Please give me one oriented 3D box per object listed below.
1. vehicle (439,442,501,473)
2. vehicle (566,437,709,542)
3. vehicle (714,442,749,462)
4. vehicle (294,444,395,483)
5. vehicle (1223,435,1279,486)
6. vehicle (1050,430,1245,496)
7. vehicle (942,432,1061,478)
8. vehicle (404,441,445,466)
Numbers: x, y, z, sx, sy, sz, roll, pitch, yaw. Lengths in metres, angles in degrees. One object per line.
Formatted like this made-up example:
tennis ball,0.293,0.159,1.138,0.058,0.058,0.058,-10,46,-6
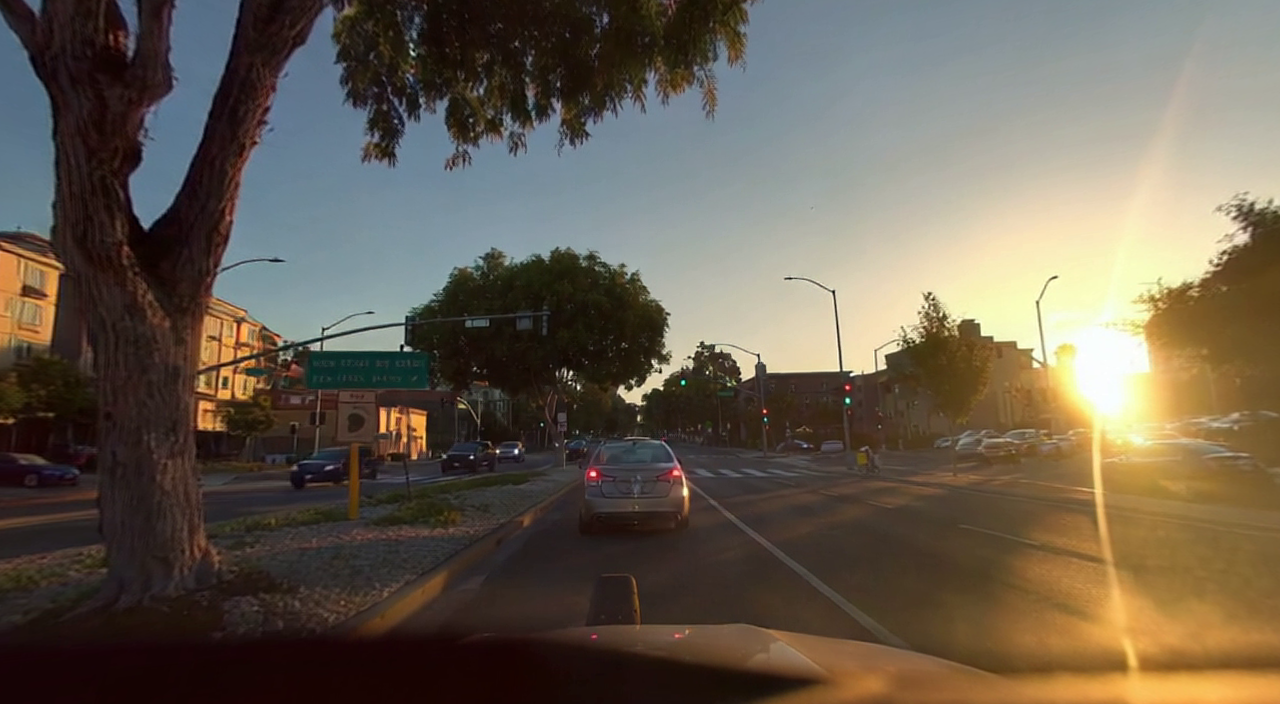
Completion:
vehicle,-8.767,5.481,32.836,1.994,1.474,4.411,0,-9,0
vehicle,-0.139,2.246,10.942,2.010,1.447,4.121,0,-9,-3
vehicle,6.952,7.611,48.195,1.932,1.439,4.159,0,-9,-2
vehicle,-12.295,4.643,26.568,2.125,1.495,4.308,0,-9,1
vehicle,20.148,3.459,20.265,1.858,1.478,3.708,-8,-12,42
vehicle,13.084,2.885,16.623,1.859,1.525,3.948,0,-9,1
vehicle,13.069,3.741,23.063,1.887,1.504,3.898,0,-9,-2
vehicle,-16.043,7.610,47.080,1.936,1.733,4.087,0,-9,-5
